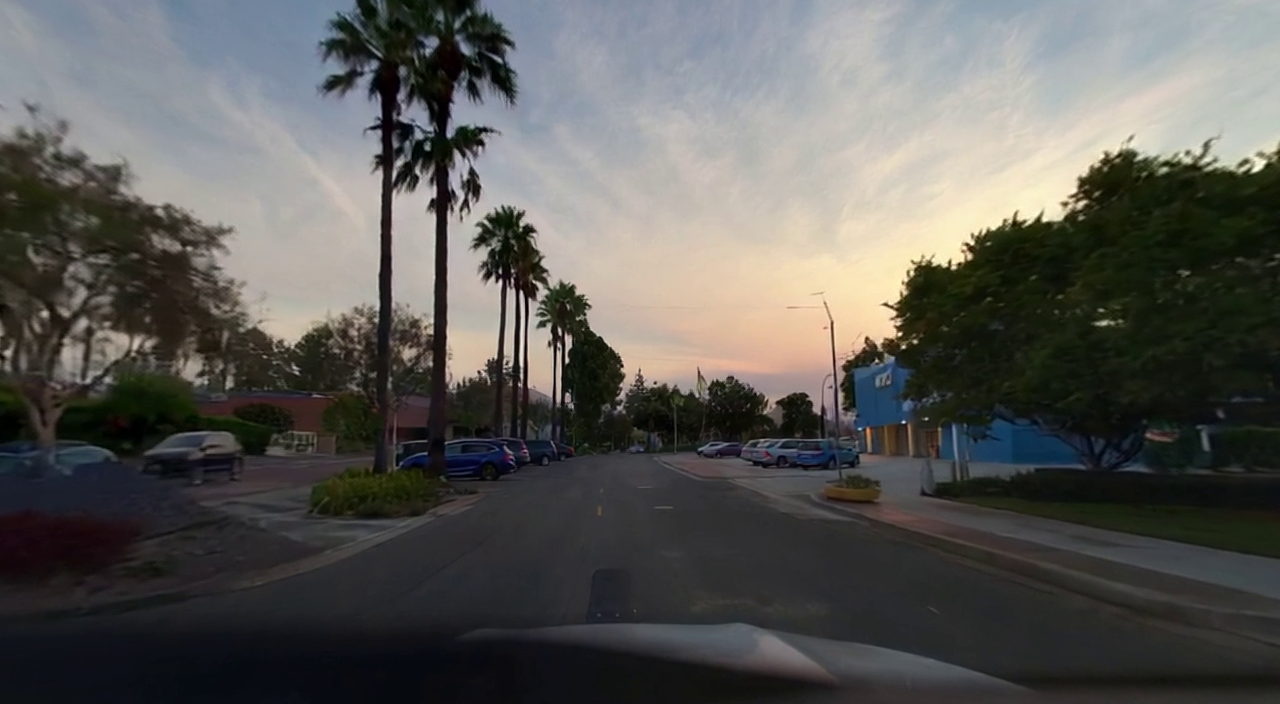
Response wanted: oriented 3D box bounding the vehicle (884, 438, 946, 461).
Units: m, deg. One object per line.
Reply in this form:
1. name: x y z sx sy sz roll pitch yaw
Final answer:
1. vehicle: 20.889 7.458 48.017 4.120 1.659 1.894 -5 -10 28

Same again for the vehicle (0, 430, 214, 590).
1. vehicle: -7.496 1.593 6.572 4.838 1.521 2.105 5 -11 -30

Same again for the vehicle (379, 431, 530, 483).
1. vehicle: -7.228 4.107 24.806 5.210 1.834 2.281 5 -11 -30

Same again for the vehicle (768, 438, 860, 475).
1. vehicle: 9.120 5.462 33.067 4.509 1.759 2.077 5 -11 -31
